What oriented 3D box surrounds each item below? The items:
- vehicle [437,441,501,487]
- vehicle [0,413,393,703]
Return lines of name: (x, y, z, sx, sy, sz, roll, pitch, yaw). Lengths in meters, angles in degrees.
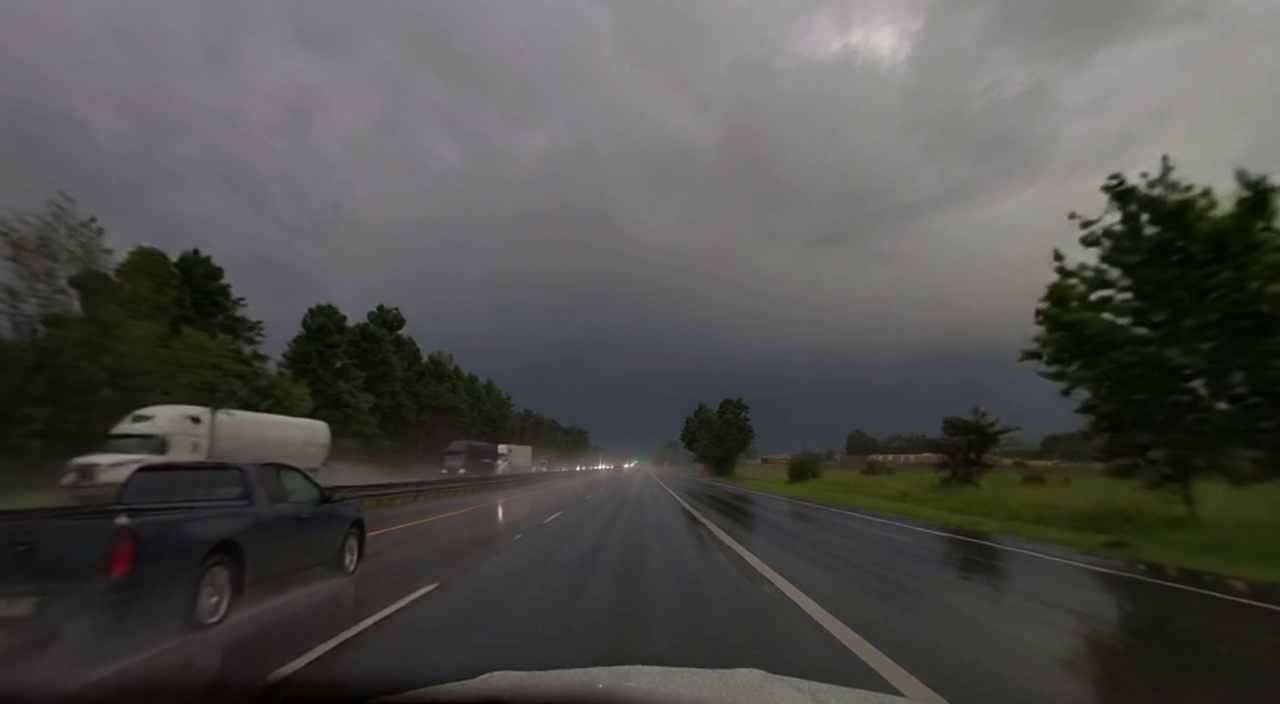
vehicle: (-13.289, 8.875, 49.794, 2.743, 3.252, 7.847, 1, -10, 0)
vehicle: (-3.901, 1.406, 4.948, 2.043, 1.486, 4.442, 1, -10, 1)
